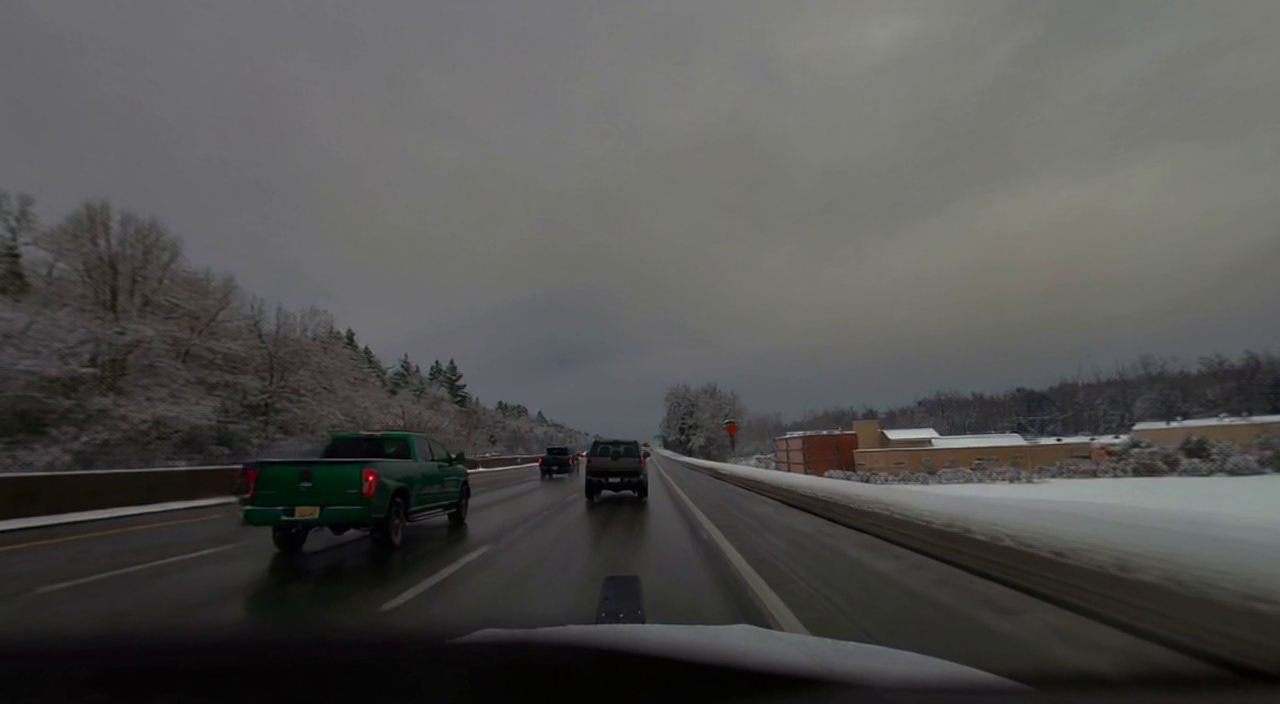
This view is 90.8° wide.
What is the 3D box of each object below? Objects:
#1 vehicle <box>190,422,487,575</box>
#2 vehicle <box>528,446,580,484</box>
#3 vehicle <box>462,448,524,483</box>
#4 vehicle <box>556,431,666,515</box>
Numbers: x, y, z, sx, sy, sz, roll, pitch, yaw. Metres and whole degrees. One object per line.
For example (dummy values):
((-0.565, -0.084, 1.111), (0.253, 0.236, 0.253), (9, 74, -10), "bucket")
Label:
((-4.020, 2.031, 9.744), (2.038, 1.704, 5.181), (0, -8, 0), "vehicle")
((-4.361, 5.771, 32.659), (1.991, 1.776, 4.333), (0, -8, 1), "vehicle")
((-7.837, 6.074, 34.169), (2.115, 1.705, 4.843), (0, -8, 1), "vehicle")
((-0.566, 2.867, 15.474), (2.293, 1.753, 4.380), (0, -8, 1), "vehicle")
